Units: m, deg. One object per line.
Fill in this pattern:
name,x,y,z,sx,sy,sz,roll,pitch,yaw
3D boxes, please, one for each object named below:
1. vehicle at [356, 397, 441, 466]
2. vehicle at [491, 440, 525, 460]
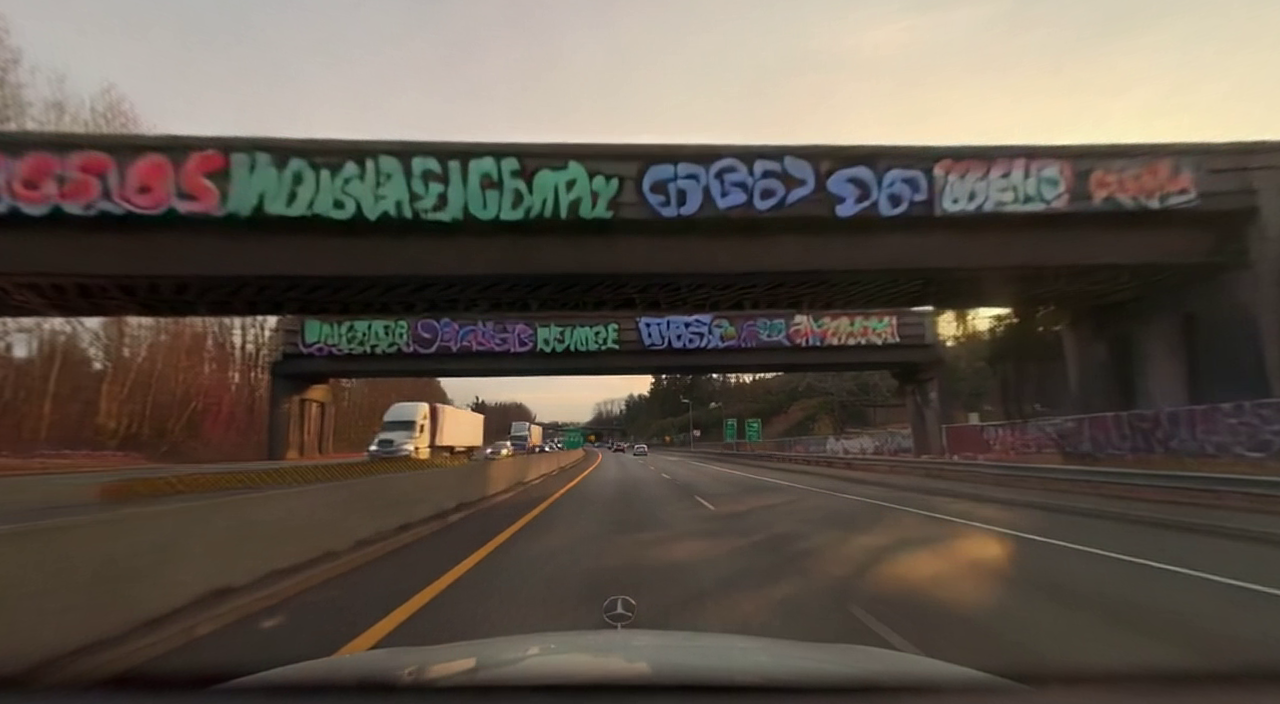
vehicle,-14.507,4.901,38.205,2.987,3.824,5.991,0,-9,-3
vehicle,-10.425,7.776,49.826,1.879,1.505,4.047,0,-9,-1
